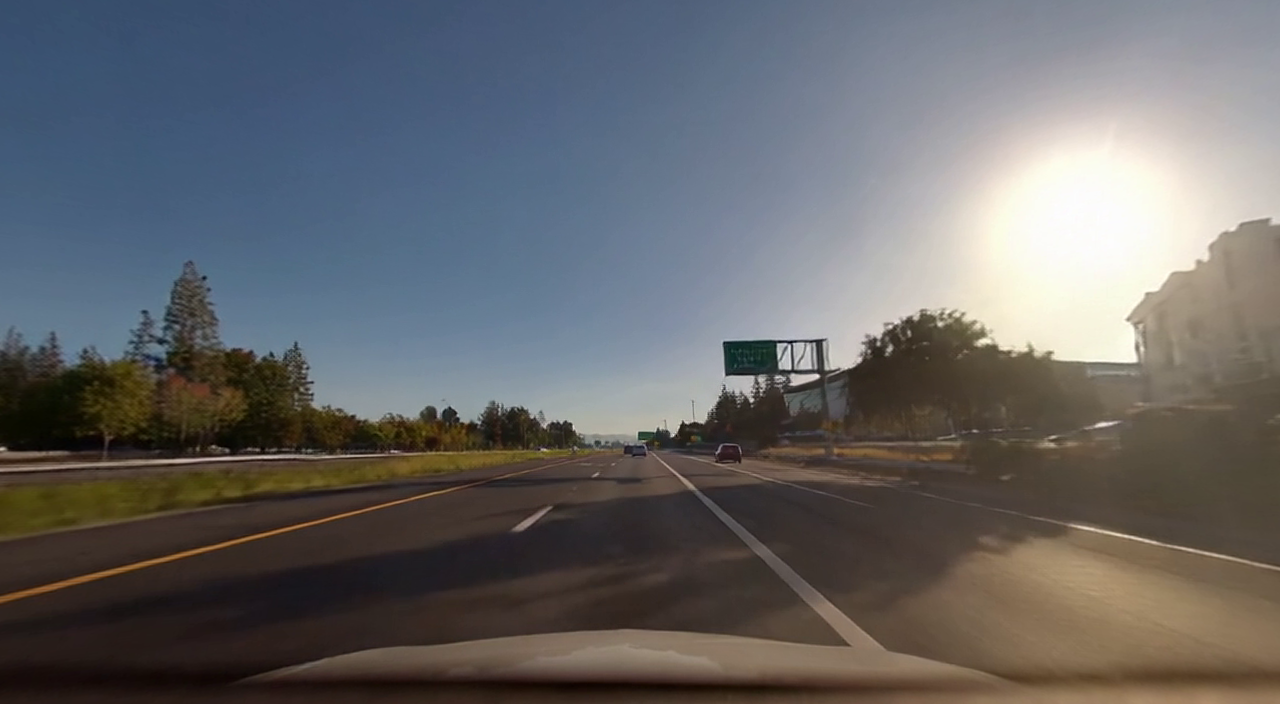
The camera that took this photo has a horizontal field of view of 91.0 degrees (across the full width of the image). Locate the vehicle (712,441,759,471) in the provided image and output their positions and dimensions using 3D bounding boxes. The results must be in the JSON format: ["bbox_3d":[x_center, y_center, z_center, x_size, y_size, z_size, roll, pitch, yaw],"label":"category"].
[{"bbox_3d":[5.587,6.142,37.418,2.085,1.594,4.848,0,-9,0],"label":"vehicle"}]
